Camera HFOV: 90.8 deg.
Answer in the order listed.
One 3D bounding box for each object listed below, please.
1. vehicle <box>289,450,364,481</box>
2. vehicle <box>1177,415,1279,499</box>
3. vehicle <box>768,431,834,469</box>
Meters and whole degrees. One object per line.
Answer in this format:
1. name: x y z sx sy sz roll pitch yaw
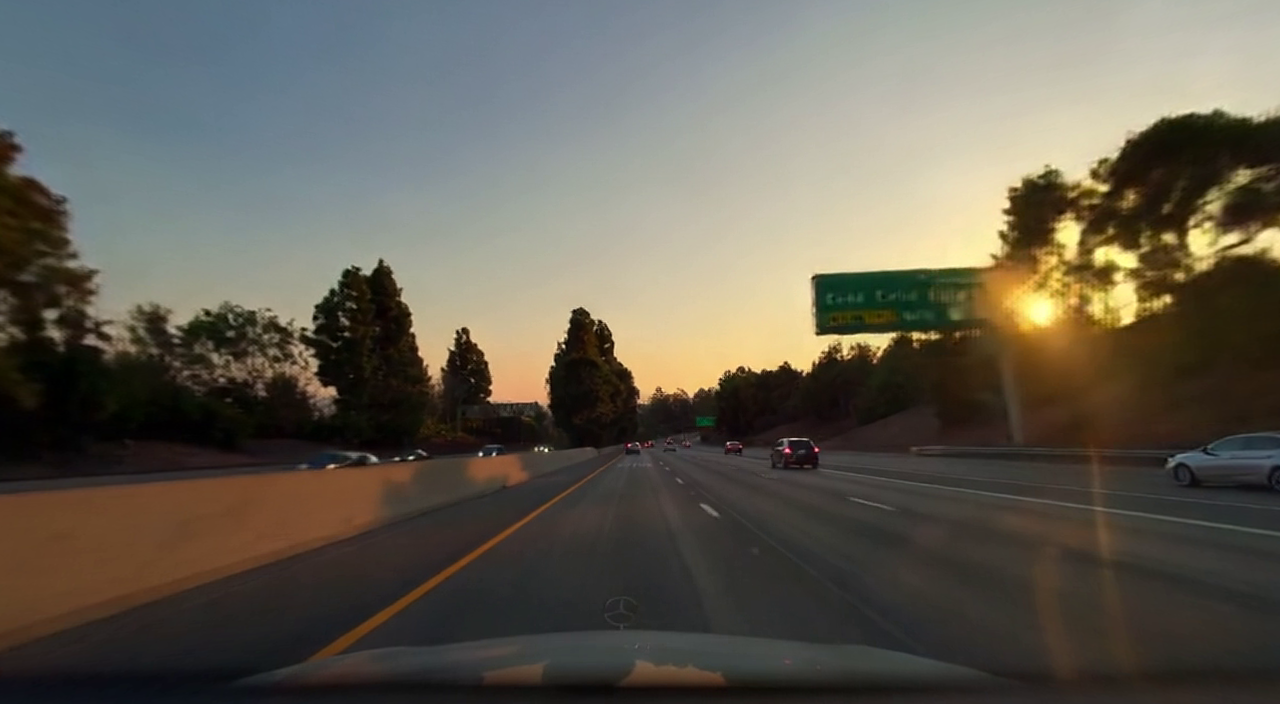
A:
1. vehicle: -17.040 6.165 34.583 1.835 1.496 4.318 1 -9 0
2. vehicle: 14.143 2.191 13.163 1.957 1.709 4.387 0 -9 -1
3. vehicle: 8.333 5.142 33.199 2.098 1.820 4.505 0 -9 -2
